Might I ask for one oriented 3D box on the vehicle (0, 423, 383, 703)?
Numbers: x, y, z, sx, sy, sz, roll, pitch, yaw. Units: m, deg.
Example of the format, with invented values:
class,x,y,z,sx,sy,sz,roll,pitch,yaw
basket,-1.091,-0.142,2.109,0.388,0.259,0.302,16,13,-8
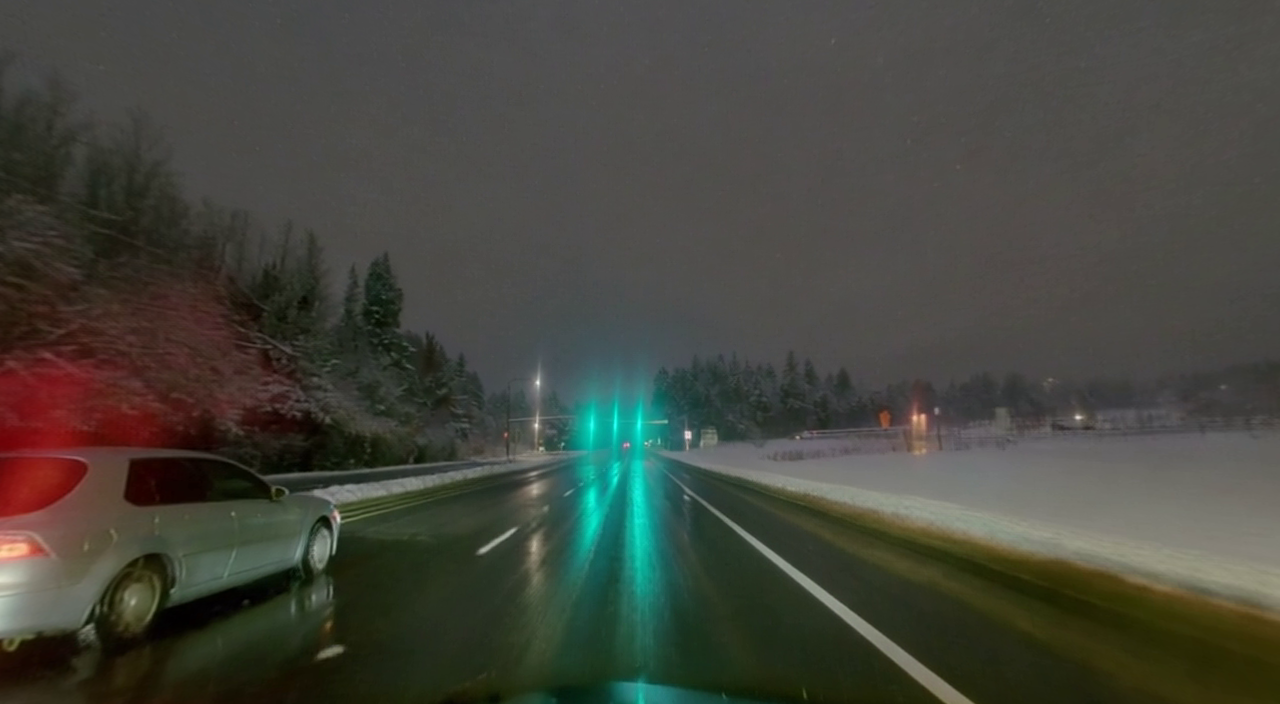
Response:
class,x,y,z,sx,sy,sz,roll,pitch,yaw
vehicle,-4.009,1.380,5.267,1.946,1.437,4.154,0,-8,0
